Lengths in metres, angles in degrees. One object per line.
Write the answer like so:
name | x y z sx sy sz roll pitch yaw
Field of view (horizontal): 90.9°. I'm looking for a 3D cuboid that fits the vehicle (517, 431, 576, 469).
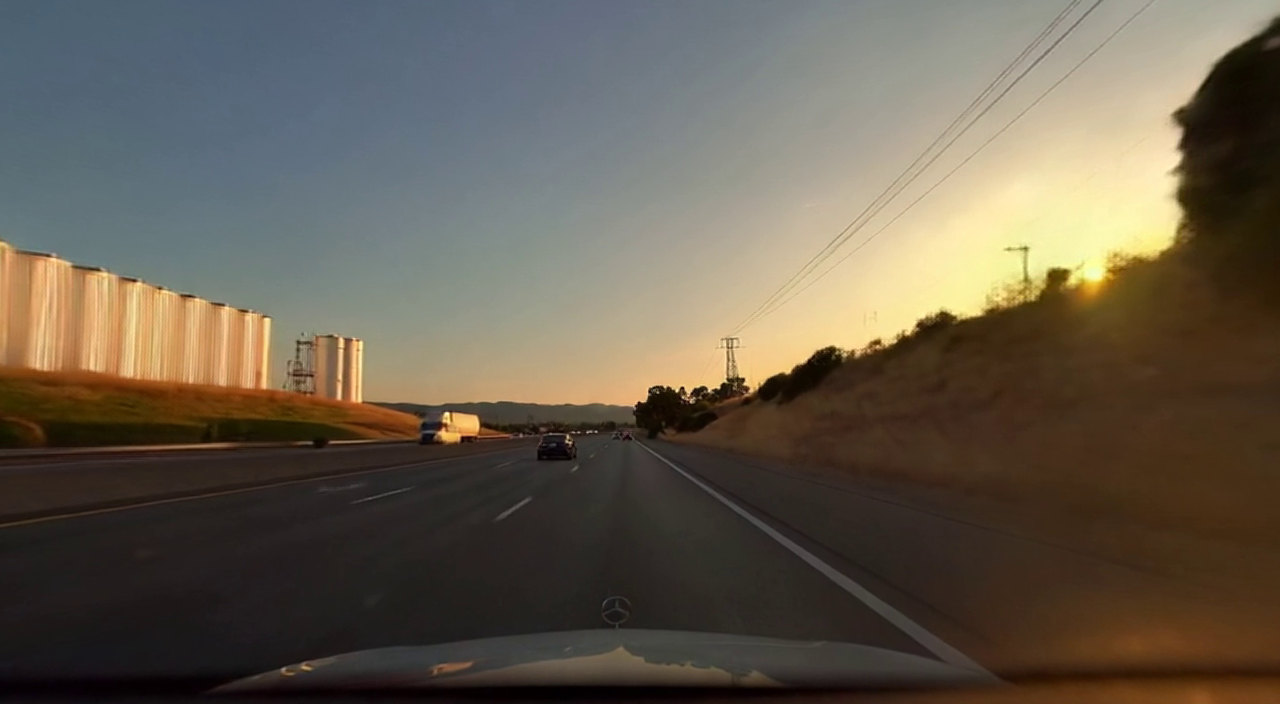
vehicle | -3.875 4.118 26.701 1.952 1.462 3.969 0 -8 -1
